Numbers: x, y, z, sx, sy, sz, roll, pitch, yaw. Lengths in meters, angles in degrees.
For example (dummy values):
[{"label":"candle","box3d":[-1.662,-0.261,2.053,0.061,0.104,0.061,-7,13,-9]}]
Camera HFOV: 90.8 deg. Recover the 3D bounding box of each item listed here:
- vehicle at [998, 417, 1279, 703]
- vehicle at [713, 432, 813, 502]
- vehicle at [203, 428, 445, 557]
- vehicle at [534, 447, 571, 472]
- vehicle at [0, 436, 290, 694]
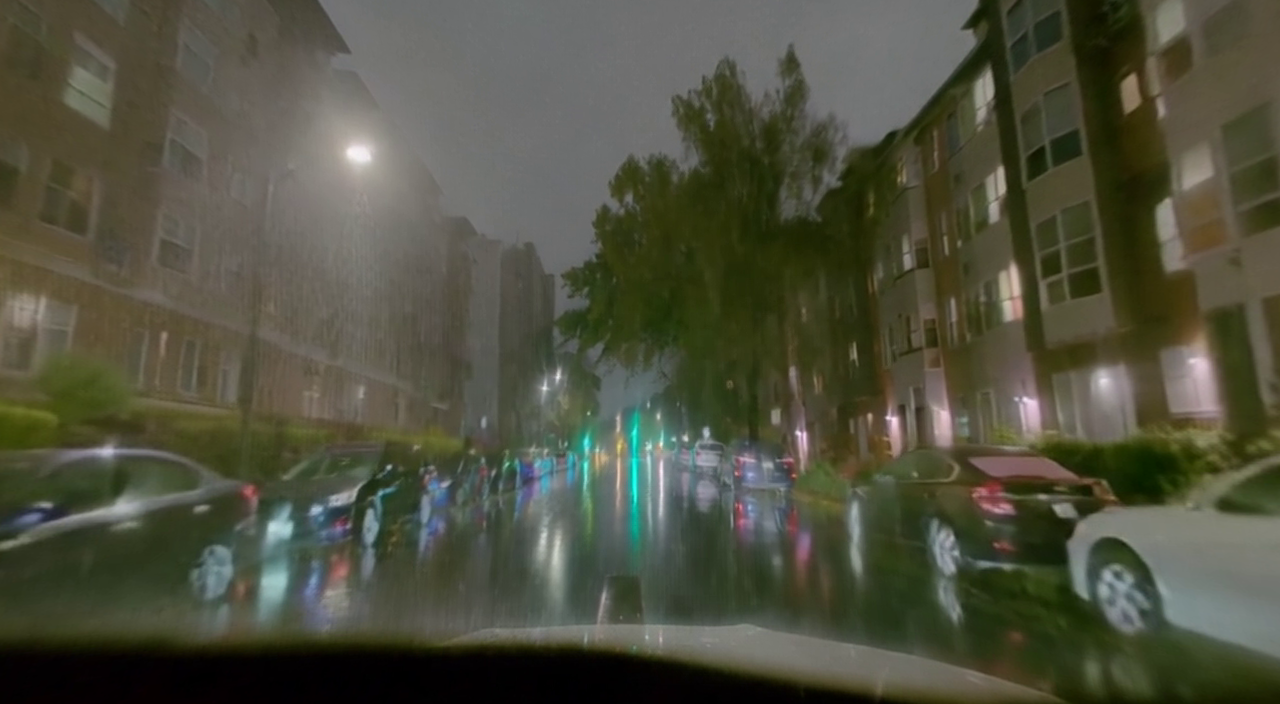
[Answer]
[{"label":"vehicle","box3d":[4.070,1.084,3.064,1.707,1.528,4.812,0,-8,-2]},{"label":"vehicle","box3d":[3.499,3.371,19.058,1.912,1.781,5.159,0,-8,-1]},{"label":"vehicle","box3d":[-5.024,2.249,10.970,1.922,1.728,4.628,0,-8,-2]},{"label":"vehicle","box3d":[-5.578,6.863,40.581,1.647,1.481,4.433,0,-8,1]},{"label":"vehicle","box3d":[-4.901,1.429,4.652,2.049,1.509,4.783,-2,-7,-2]}]
